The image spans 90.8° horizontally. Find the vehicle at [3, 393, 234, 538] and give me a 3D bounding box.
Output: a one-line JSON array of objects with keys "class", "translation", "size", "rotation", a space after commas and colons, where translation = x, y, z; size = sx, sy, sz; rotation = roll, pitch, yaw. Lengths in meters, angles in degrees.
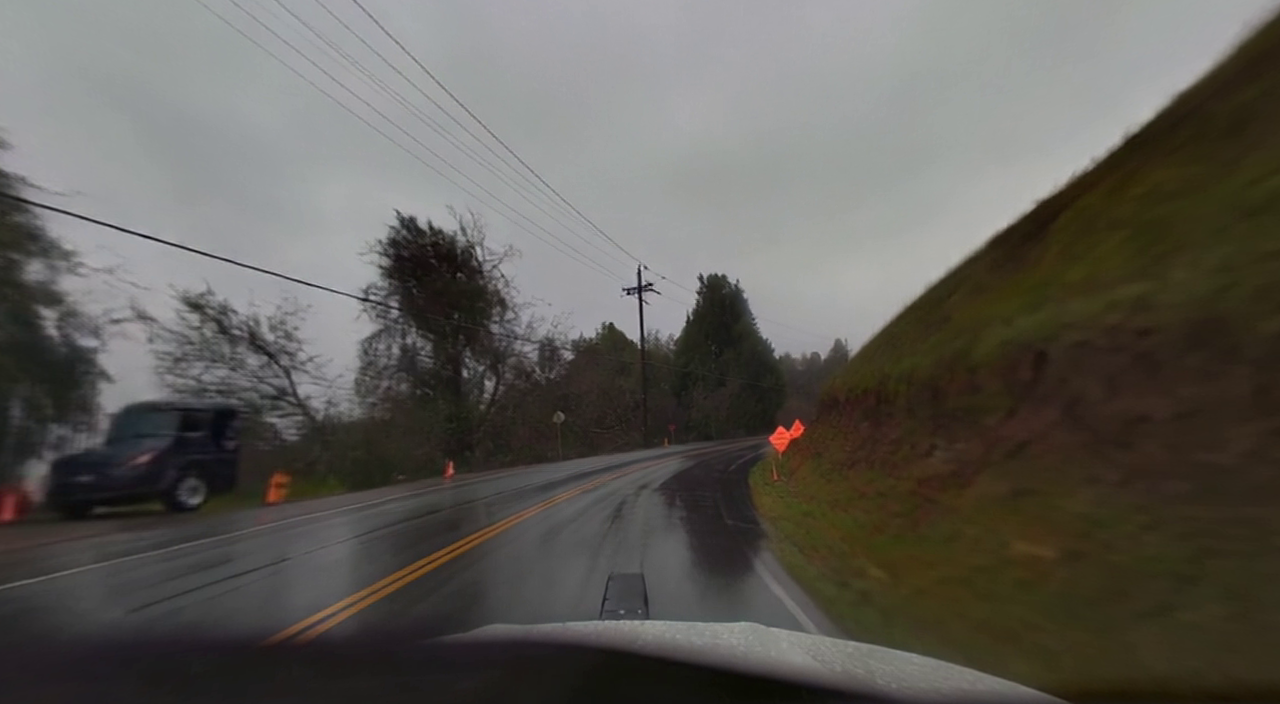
[{"class": "vehicle", "translation": [-12.518, 2.736, 15.465], "size": [3.012, 2.802, 3.057], "rotation": [-9, -10, 7]}]
